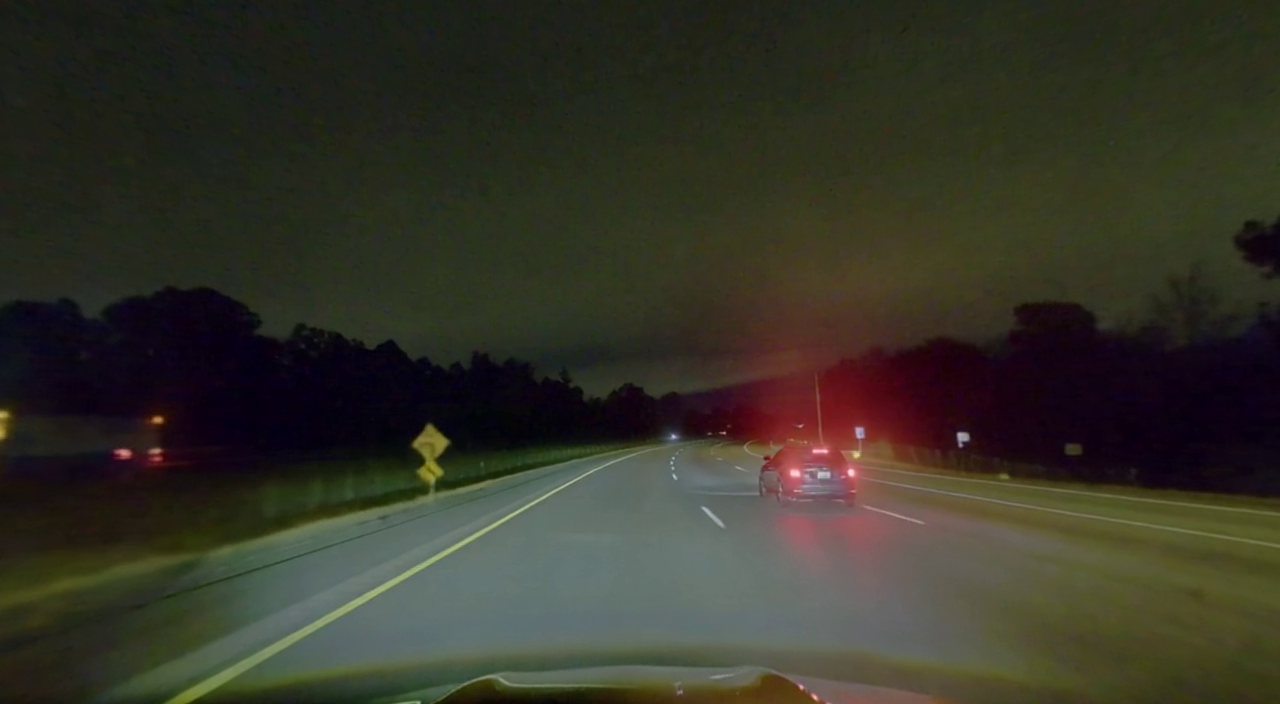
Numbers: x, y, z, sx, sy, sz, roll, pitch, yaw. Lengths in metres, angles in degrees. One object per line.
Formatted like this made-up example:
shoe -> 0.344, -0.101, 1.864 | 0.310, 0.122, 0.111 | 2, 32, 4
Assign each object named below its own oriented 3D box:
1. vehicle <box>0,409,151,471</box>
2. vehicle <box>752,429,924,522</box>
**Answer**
vehicle -> -38.585, 5.709, 40.649 | 2.819, 3.585, 13.768 | -1, -8, 2
vehicle -> 3.721, 2.394, 12.823 | 2.050, 1.546, 4.344 | 0, -8, 0
